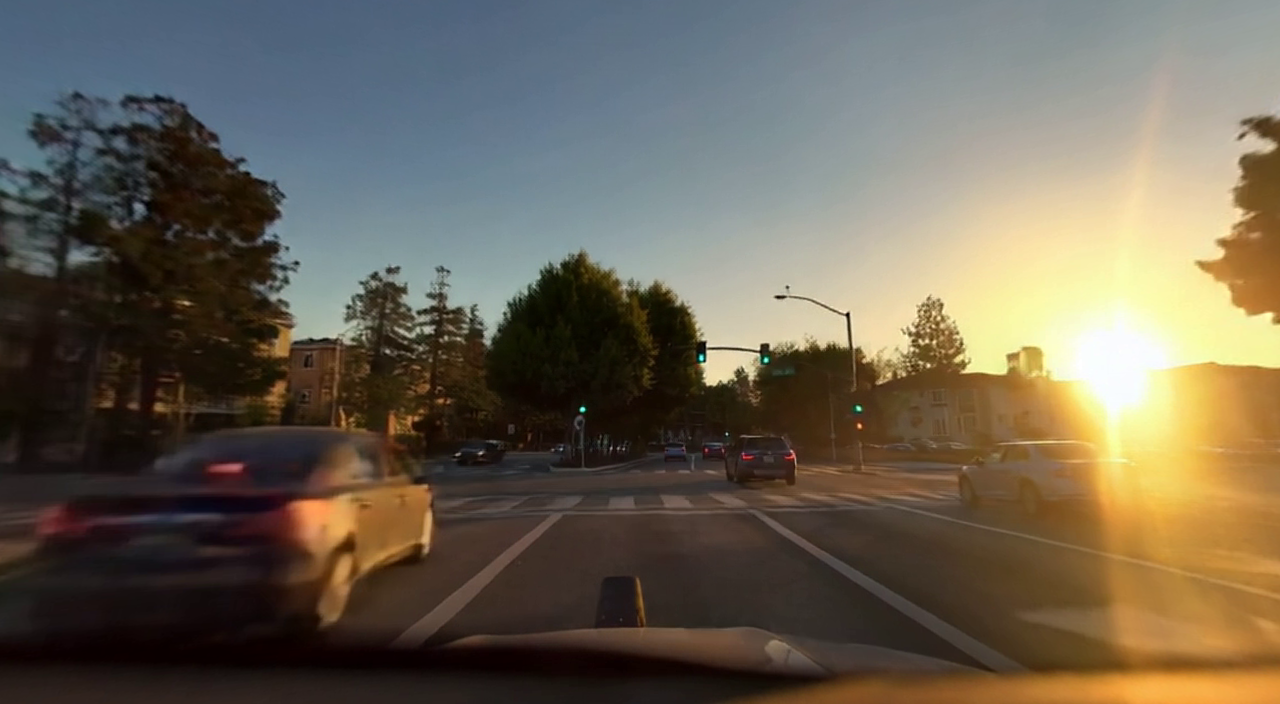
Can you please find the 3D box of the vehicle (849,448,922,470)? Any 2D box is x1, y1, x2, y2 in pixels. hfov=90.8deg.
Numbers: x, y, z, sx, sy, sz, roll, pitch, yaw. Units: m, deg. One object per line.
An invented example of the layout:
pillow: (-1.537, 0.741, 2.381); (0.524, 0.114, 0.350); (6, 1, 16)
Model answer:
vehicle: (18.043, 7.853, 46.681); (2.040, 1.472, 4.846); (5, -10, -28)

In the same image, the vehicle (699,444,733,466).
vehicle: (5.226, 7.159, 44.179); (2.064, 1.474, 4.389); (0, -9, 3)

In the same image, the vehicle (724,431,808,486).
vehicle: (4.555, 3.945, 23.665); (2.209, 1.813, 4.724); (0, -9, 1)

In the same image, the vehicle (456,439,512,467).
vehicle: (-10.391, 6.743, 42.426); (2.155, 1.768, 4.904); (-1, -9, 4)

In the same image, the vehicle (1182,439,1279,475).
vehicle: (34.029, 5.914, 35.753); (5.840, 1.902, 2.220); (3, -9, -18)

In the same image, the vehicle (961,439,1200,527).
vehicle: (8.631, 2.564, 12.967); (1.949, 1.492, 4.103); (0, -9, 0)

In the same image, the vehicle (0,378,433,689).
vehicle: (-3.762, 1.403, 6.099); (2.258, 1.812, 4.650); (1, -9, -5)
